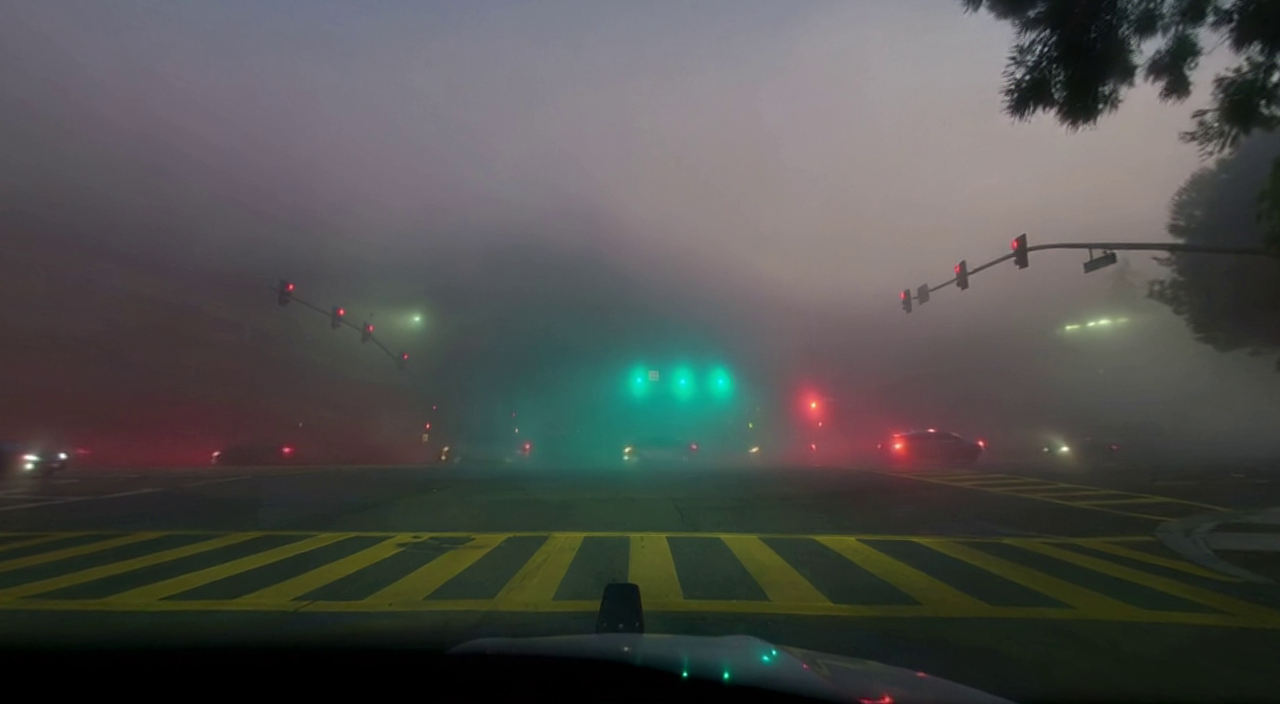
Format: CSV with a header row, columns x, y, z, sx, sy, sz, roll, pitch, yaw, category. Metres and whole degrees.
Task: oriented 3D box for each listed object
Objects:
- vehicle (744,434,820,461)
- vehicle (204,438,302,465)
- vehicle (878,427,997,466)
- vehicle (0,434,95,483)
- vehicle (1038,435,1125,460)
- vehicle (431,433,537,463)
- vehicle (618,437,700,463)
x,y,z,sx,sy,sz,roll,pitch,yaw,category
9.140,6.194,40.907,4.488,1.667,1.869,0,-9,1,vehicle
-22.556,5.831,36.955,4.519,1.476,1.767,0,-9,0,vehicle
14.213,4.540,30.320,4.662,1.764,2.064,1,-9,-8,vehicle
-22.369,3.716,22.148,4.624,1.593,2.018,0,-9,0,vehicle
28.104,6.064,40.279,4.100,1.509,1.853,0,-9,0,vehicle
-9.852,6.137,40.312,6.133,1.833,2.155,-1,-9,2,vehicle
1.102,5.749,37.245,4.724,1.452,1.870,0,-9,1,vehicle
